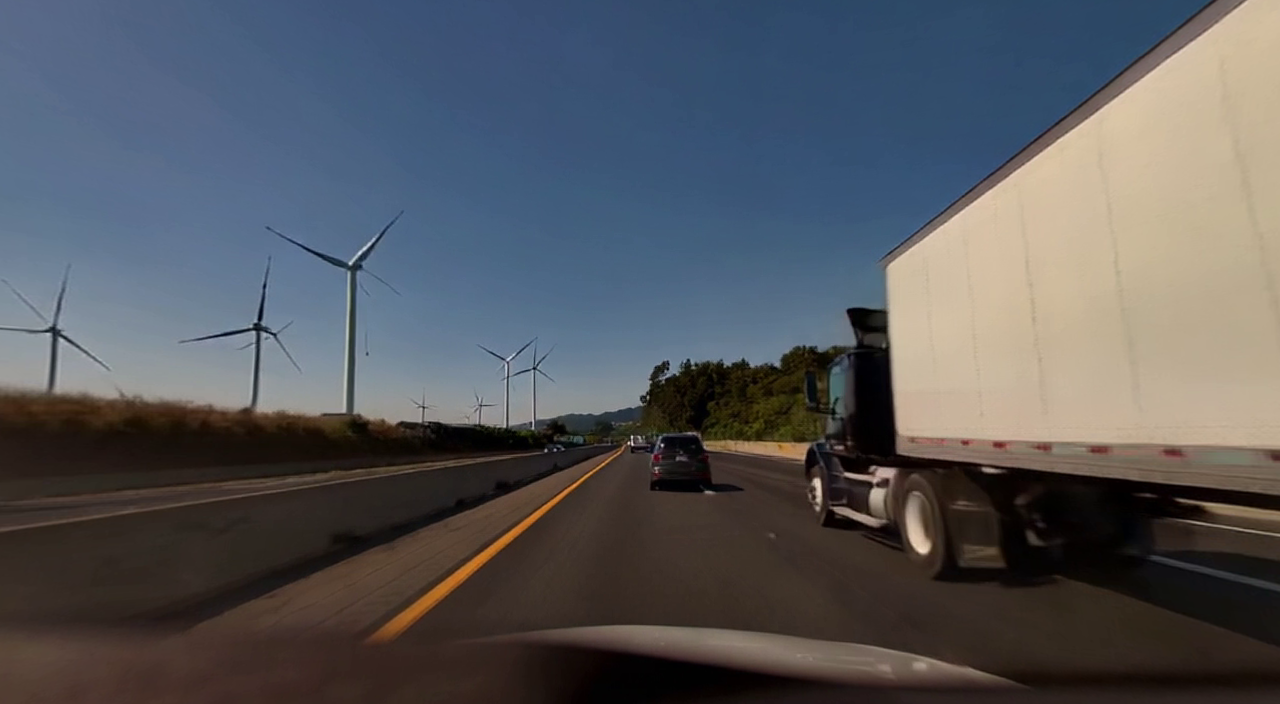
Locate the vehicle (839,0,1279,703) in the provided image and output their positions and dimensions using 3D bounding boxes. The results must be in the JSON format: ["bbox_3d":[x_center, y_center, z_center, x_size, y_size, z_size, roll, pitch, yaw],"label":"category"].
[{"bbox_3d":[4.881,-0.343,2.356,3.129,4.126,14.913,0,-8,-1],"label":"vehicle"}]

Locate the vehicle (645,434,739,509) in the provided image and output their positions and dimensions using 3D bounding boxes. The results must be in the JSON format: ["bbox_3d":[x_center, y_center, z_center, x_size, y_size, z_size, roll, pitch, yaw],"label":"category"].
[{"bbox_3d":[1.152,2.911,15.988,2.038,1.624,4.312,0,-8,0],"label":"vehicle"}]
